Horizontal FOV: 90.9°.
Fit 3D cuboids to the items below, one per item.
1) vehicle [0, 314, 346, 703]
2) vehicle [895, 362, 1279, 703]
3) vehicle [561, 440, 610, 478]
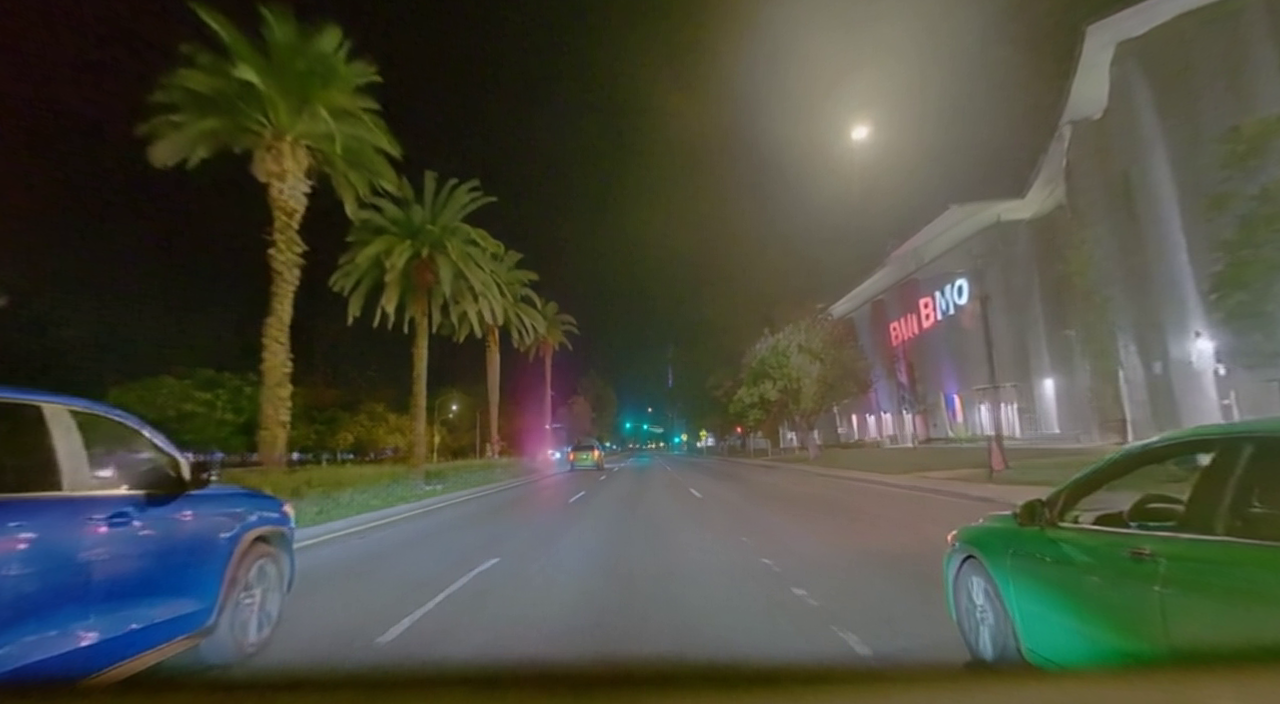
[{"bbox_3d":[-3.257,0.831,2.498,2.058,1.804,4.391,0,-8,0],"label":"vehicle"},{"bbox_3d":[2.807,0.878,2.416,1.946,1.513,4.133,-1,-8,1],"label":"vehicle"},{"bbox_3d":[-2.673,5.317,31.664,1.998,1.743,4.402,-1,-8,1],"label":"vehicle"}]
